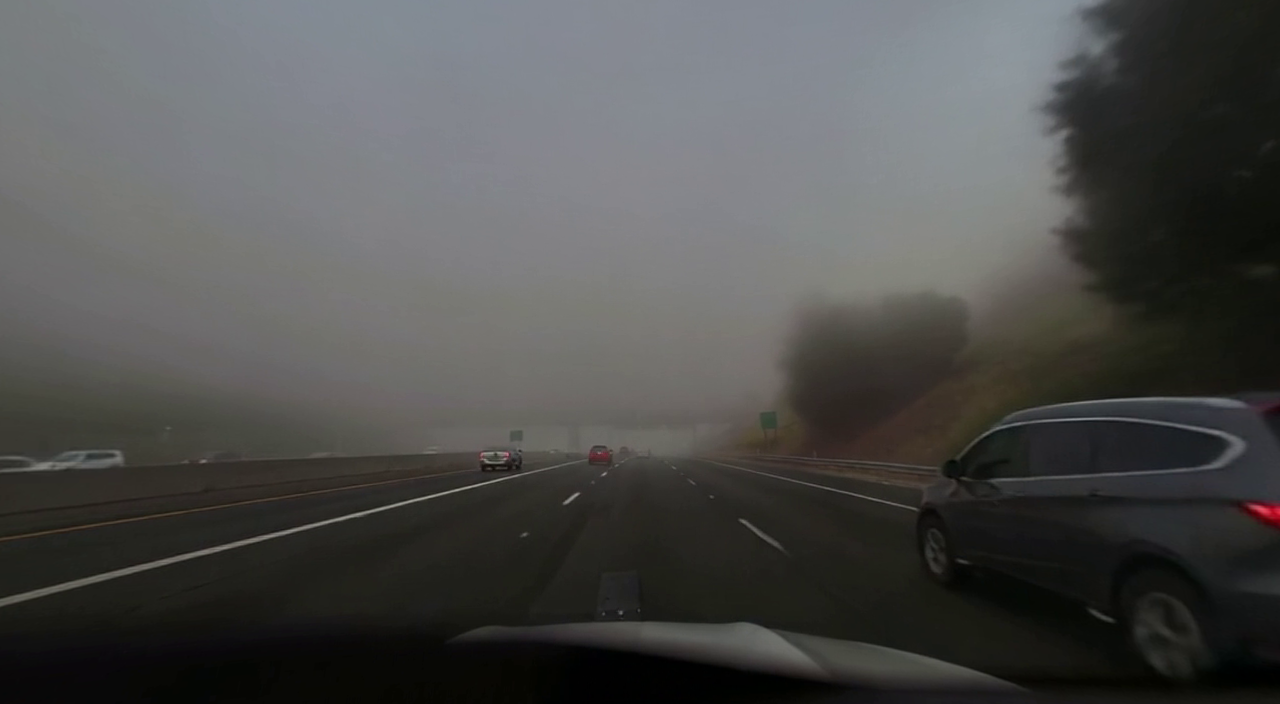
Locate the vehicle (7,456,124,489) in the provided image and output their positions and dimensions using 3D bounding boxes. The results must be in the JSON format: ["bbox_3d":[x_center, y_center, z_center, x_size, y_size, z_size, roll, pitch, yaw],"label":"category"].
[{"bbox_3d":[-29.989,6.261,33.085,1.837,1.506,4.537,0,-9,0],"label":"vehicle"}]

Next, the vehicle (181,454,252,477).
[{"bbox_3d":[-29.784,7.972,44.480,1.834,1.511,4.548,0,-9,0],"label":"vehicle"}]

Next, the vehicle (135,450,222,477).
[{"bbox_3d":[-33.715,8.110,46.218,2.102,1.858,5.611,0,-9,0],"label":"vehicle"}]

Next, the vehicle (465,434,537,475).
[{"bbox_3d":[-7.223,5.396,33.451,2.341,1.959,5.684,0,-9,1],"label":"vehicle"}]

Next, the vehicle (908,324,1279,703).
[{"bbox_3d":[3.645,0.990,4.049,1.990,1.735,4.276,0,-9,1],"label":"vehicle"}]
